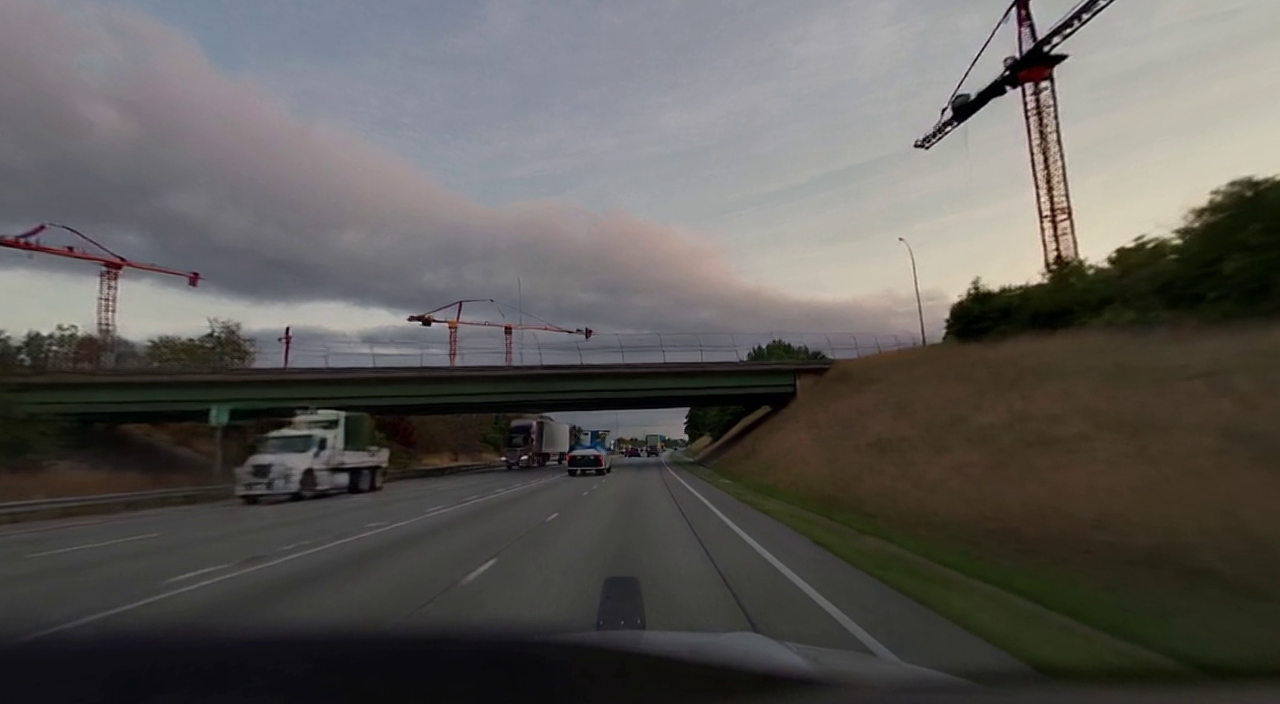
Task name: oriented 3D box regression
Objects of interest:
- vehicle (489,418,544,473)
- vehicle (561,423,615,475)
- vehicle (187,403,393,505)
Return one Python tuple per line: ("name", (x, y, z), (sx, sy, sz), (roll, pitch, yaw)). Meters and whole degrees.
("vehicle", (-9.519, 7.294, 49.179), (2.918, 3.990, 5.826), (0, -9, 1))
("vehicle", (-2.933, 5.697, 37.066), (2.565, 2.771, 6.641), (0, -9, 0))
("vehicle", (-10.160, 3.098, 19.225), (2.762, 2.579, 6.099), (0, -9, 0))
